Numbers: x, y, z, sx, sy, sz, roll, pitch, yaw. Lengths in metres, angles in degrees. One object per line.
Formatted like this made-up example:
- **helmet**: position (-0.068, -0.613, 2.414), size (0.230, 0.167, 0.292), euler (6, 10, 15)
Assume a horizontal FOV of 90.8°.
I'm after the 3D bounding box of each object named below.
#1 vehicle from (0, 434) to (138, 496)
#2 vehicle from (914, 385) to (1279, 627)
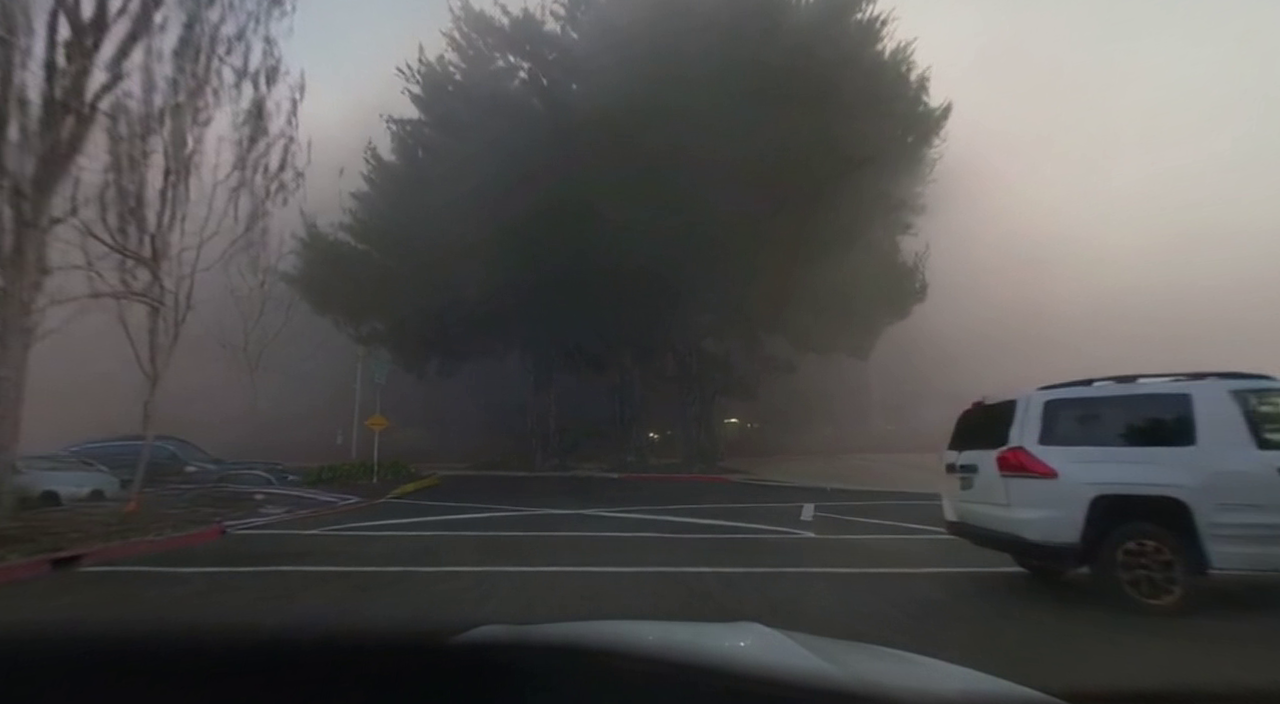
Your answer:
- **vehicle**: position (-15.849, 2.911, 16.491), size (3.963, 1.495, 1.856), euler (5, -10, -31)
- **vehicle**: position (5.823, 1.250, 5.662), size (5.671, 1.718, 2.227), euler (0, -8, 2)
